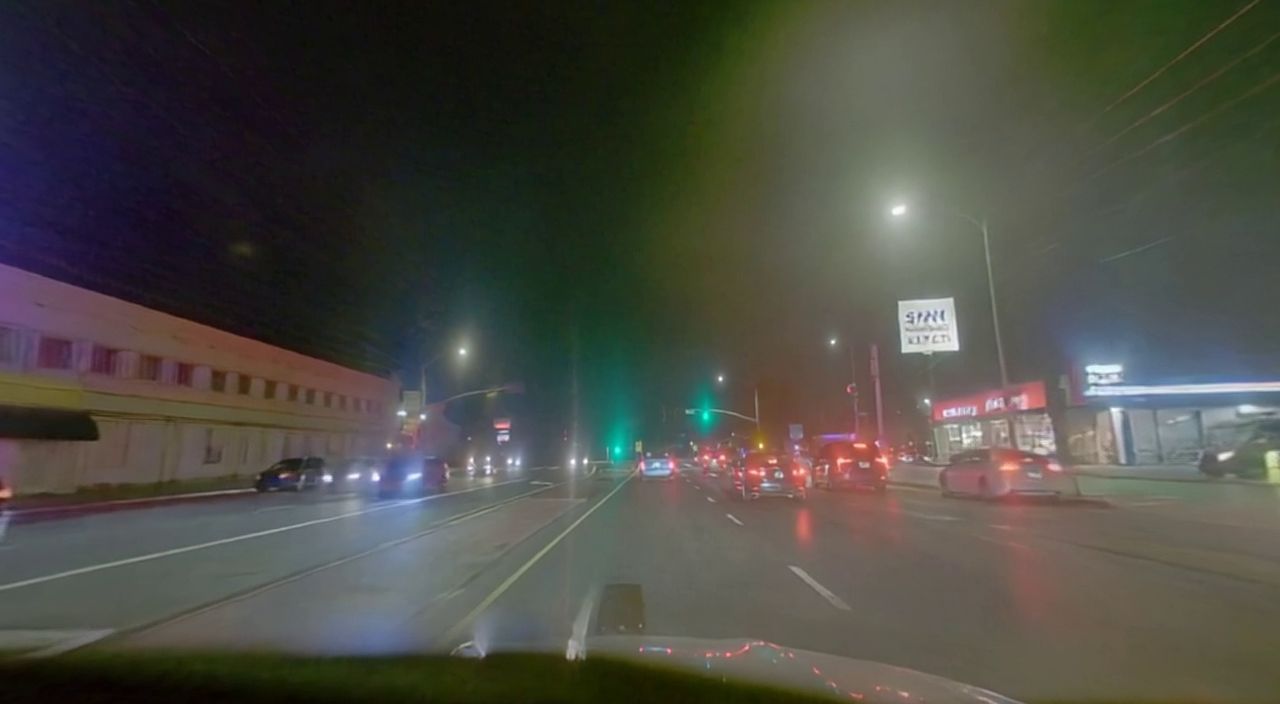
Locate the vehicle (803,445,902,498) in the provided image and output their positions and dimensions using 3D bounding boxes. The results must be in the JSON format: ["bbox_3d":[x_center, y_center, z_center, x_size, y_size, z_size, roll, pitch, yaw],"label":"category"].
[{"bbox_3d":[7.550,4.251,22.934,2.040,1.738,4.414,0,-8,0],"label":"vehicle"}]

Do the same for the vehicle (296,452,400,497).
[{"bbox_3d":[-12.188,5.099,26.702,2.183,1.674,4.481,0,-8,1],"label":"vehicle"}]

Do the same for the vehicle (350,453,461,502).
[{"bbox_3d":[-8.179,4.387,22.521,2.078,1.465,4.632,0,-8,1],"label":"vehicle"}]

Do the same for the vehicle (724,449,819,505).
[{"bbox_3d":[3.882,3.753,19.466,1.963,1.484,4.609,0,-8,0],"label":"vehicle"}]

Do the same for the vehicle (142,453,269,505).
[{"bbox_3d":[-18.507,5.383,27.235,2.013,1.823,4.960,0,-7,-1],"label":"vehicle"}]

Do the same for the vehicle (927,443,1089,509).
[{"bbox_3d":[10.860,3.690,19.154,2.106,1.712,4.769,0,-10,1],"label":"vehicle"}]

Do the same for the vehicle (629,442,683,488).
[{"bbox_3d":[0.680,5.002,28.313,2.210,1.861,4.280,0,-8,1],"label":"vehicle"}]
